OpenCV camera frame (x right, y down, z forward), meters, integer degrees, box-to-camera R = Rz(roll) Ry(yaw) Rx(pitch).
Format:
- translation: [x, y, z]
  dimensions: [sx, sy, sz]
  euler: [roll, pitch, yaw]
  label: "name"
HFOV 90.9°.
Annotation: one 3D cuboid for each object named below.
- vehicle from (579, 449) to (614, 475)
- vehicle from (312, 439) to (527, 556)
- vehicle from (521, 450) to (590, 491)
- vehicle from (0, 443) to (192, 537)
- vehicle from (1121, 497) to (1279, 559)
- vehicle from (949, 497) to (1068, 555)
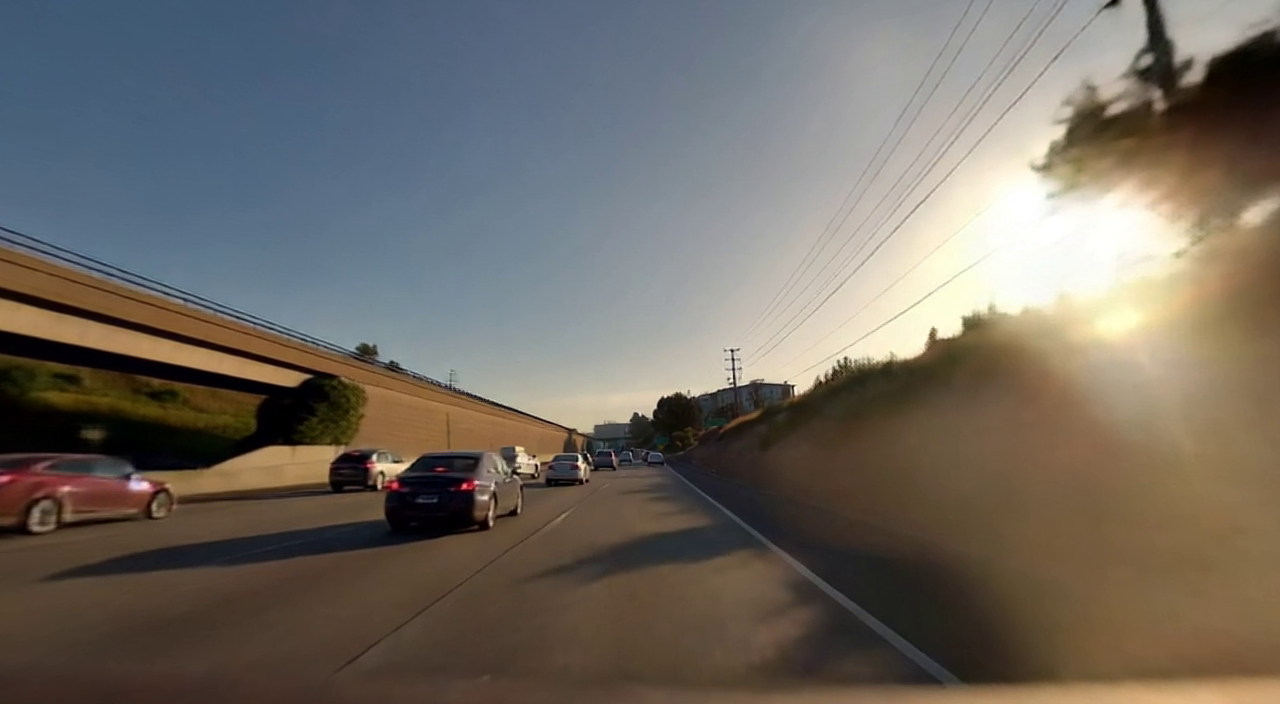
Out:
- translation: [-3.009, 7.691, 44.344]
  dimensions: [2.052, 1.731, 4.372]
  euler: [0, -8, 2]
  label: "vehicle"
- translation: [-3.281, 2.226, 10.444]
  dimensions: [1.939, 1.511, 4.246]
  euler: [0, -8, 1]
  label: "vehicle"
- translation: [-3.272, 4.683, 25.325]
  dimensions: [2.056, 1.449, 4.330]
  euler: [0, -8, 2]
  label: "vehicle"
- translation: [-11.083, 2.522, 12.164]
  dimensions: [1.981, 1.484, 3.827]
  euler: [0, -8, 1]
  label: "vehicle"
- translation: [21.365, 6.610, 24.123]
  dimensions: [1.941, 1.715, 4.868]
  euler: [1, -8, -2]
  label: "vehicle"
- translation: [13.065, 6.151, 22.639]
  dimensions: [1.853, 1.586, 3.727]
  euler: [1, -8, -3]
  label: "vehicle"
